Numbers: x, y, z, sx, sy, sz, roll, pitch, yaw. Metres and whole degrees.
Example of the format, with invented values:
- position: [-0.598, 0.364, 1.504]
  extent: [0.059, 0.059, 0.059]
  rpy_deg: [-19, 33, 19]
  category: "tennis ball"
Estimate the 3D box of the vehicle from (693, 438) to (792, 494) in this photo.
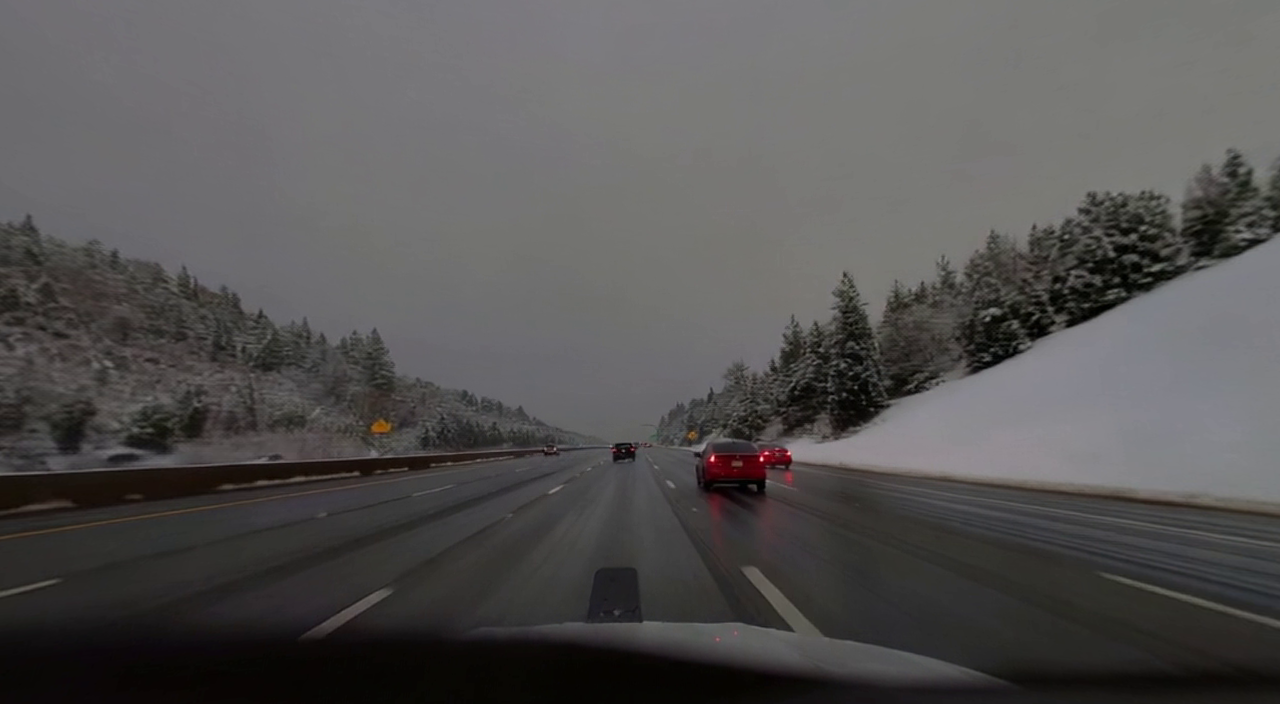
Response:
- position: [2.998, 3.463, 19.589]
  extent: [2.120, 1.492, 4.734]
  rpy_deg: [0, -8, -2]
  category: "vehicle"

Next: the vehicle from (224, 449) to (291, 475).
- position: [-29.499, 8.486, 48.931]
  extent: [2.463, 1.848, 4.344]
  rpy_deg: [1, -8, -1]
  category: "vehicle"

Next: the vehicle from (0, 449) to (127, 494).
- position: [-22.542, 4.454, 23.994]
  extent: [2.249, 1.410, 4.551]
  rpy_deg: [0, -8, 1]
  category: "vehicle"

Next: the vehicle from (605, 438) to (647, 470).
- position: [-0.796, 5.840, 36.326]
  extent: [2.277, 1.675, 4.023]
  rpy_deg: [0, -8, -1]
  category: "vehicle"
